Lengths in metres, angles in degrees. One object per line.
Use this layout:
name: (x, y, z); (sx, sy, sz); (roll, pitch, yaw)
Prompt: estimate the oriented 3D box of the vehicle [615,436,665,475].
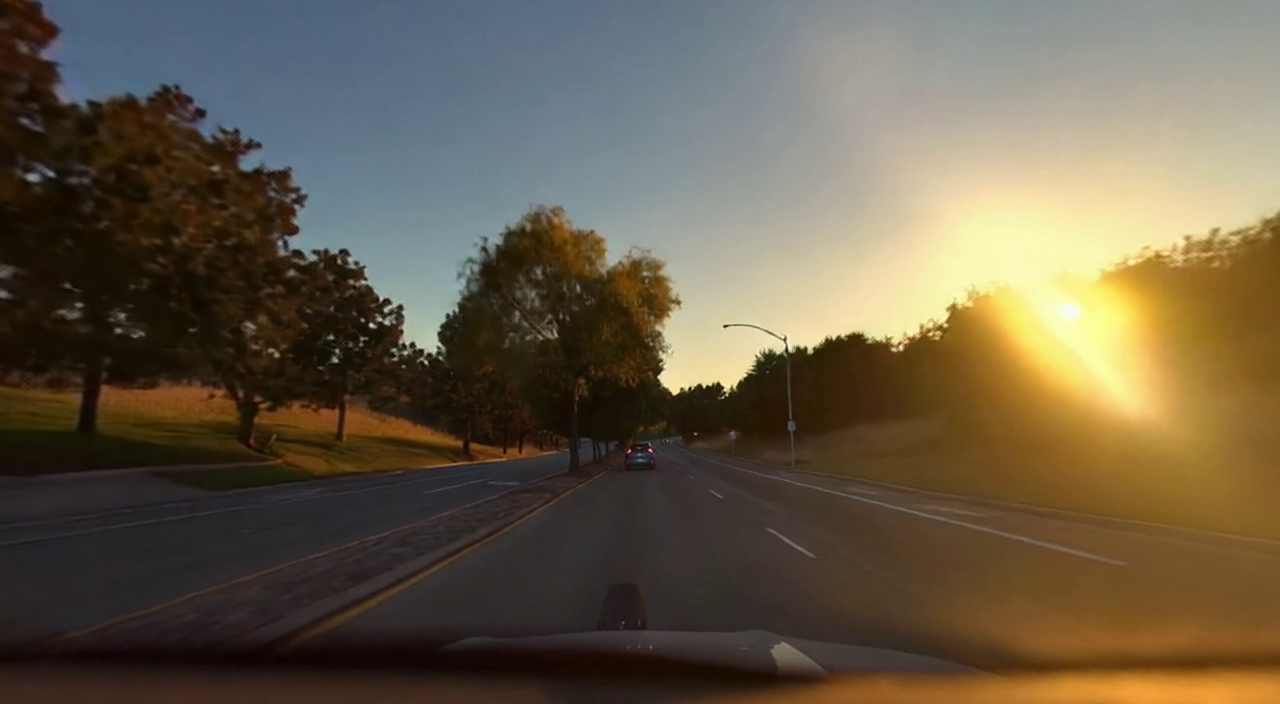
vehicle: (0.005, 5.098, 30.829); (2.256, 1.734, 4.176); (-1, -9, 0)
